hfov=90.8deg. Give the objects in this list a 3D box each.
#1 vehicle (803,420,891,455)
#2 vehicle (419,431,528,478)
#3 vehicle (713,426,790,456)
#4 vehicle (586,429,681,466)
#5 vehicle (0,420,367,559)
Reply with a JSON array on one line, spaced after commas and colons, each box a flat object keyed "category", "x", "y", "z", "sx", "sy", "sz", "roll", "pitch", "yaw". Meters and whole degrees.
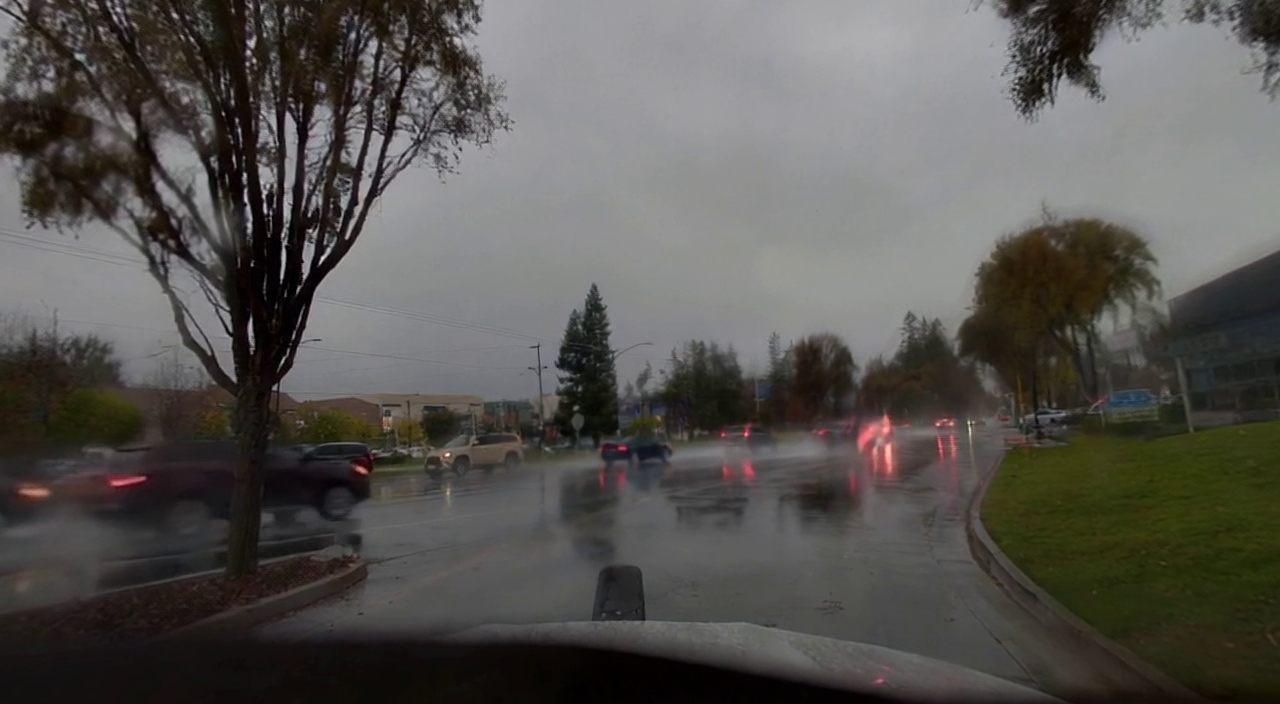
[{"category": "vehicle", "x": 10.652, "y": 4.401, "z": 32.235, "sx": 2.201, "sy": 1.574, "sz": 5.060, "roll": -11, "pitch": -13, "yaw": 42}, {"category": "vehicle", "x": -8.265, "y": 5.058, "z": 31.728, "sx": 2.134, "sy": 1.924, "sz": 4.911, "roll": -7, "pitch": -7, "yaw": 41}, {"category": "vehicle", "x": 6.666, "y": 5.285, "z": 37.380, "sx": 2.146, "sy": 1.555, "sz": 4.810, "roll": -11, "pitch": -14, "yaw": 41}, {"category": "vehicle", "x": -0.268, "y": 5.101, "z": 34.045, "sx": 2.313, "sy": 1.688, "sz": 5.015, "roll": -10, "pitch": -11, "yaw": 40}, {"category": "vehicle", "x": -7.861, "y": 2.187, "z": 11.144, "sx": 1.954, "sy": 1.639, "sz": 5.229, "roll": -9, "pitch": -8, "yaw": 39}]
